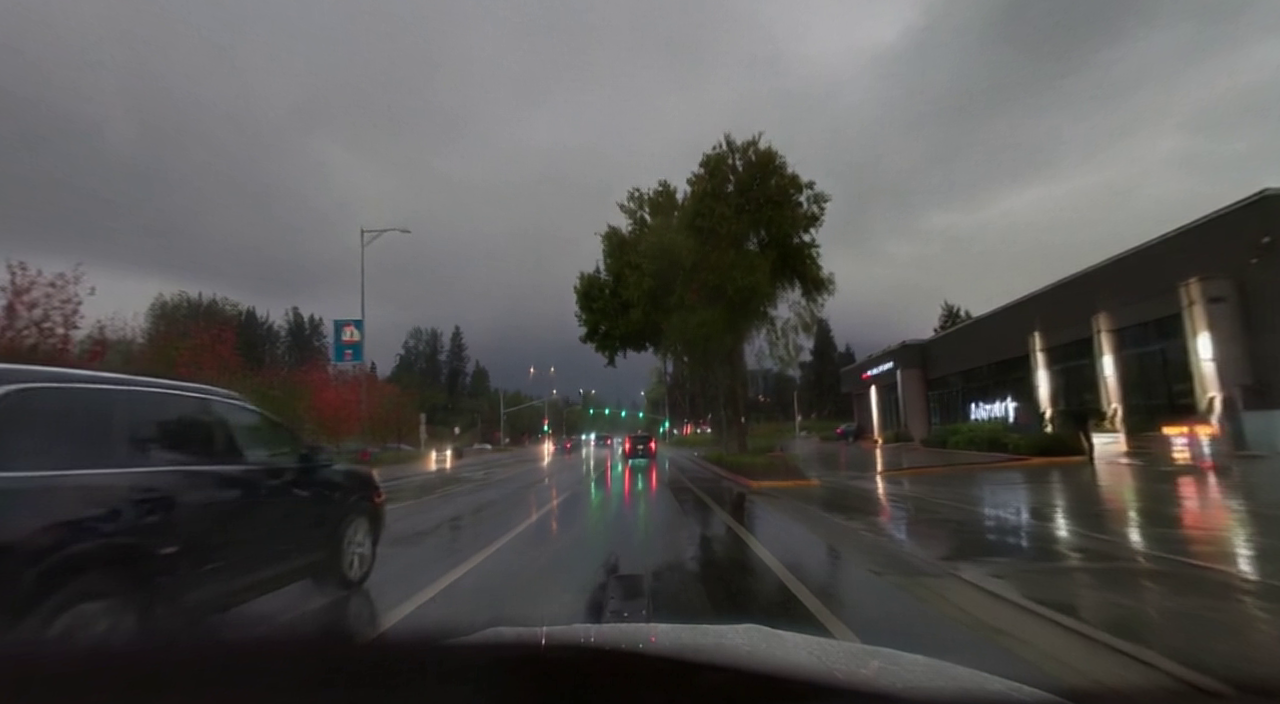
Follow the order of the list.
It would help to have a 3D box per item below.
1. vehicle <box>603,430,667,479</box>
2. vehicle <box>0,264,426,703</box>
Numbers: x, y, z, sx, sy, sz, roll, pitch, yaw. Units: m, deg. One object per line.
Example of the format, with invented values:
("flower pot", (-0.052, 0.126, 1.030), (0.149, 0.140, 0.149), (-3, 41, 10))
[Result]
("vehicle", (-0.139, 3.667, 22.848), (2.108, 1.612, 4.246), (0, -8, 1))
("vehicle", (-3.641, 0.913, 4.261), (2.358, 1.990, 5.447), (0, -8, 1))
